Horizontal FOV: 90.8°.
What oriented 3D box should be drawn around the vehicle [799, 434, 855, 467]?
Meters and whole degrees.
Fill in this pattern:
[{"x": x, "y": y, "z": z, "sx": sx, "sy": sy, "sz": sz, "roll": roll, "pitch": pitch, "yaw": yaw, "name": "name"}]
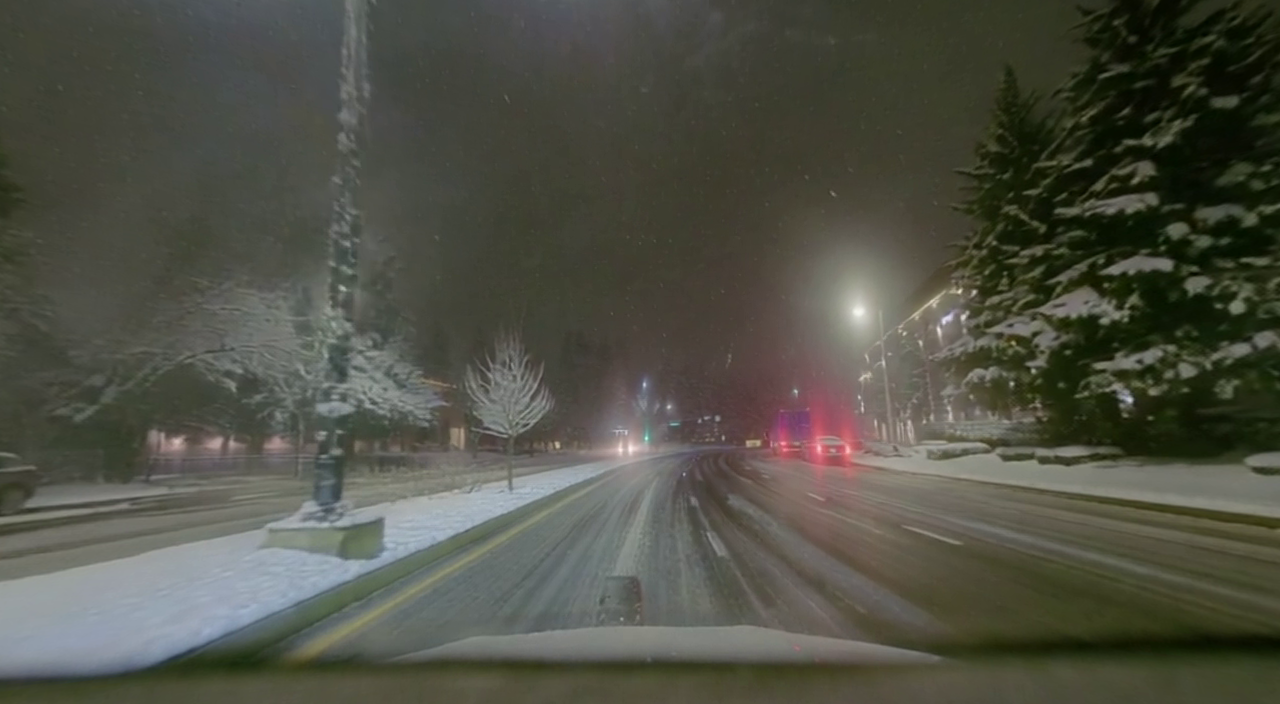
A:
[{"x": 11.807, "y": 6.256, "z": 40.320, "sx": 2.200, "sy": 1.944, "sz": 5.935, "roll": -1, "pitch": -9, "yaw": 5, "name": "vehicle"}]
